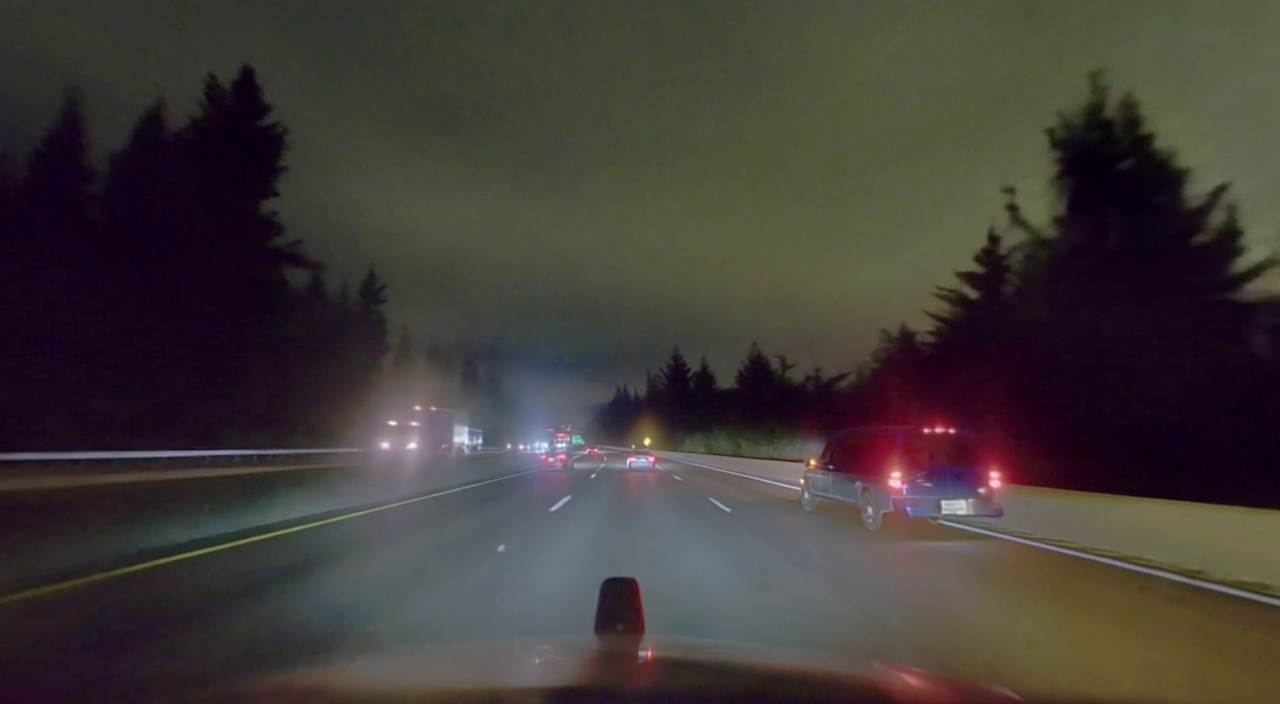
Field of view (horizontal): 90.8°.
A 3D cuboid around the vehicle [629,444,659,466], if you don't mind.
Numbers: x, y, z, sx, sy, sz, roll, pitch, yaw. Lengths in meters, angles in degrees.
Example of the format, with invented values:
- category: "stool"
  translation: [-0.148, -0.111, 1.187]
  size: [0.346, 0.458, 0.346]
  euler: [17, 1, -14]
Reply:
- category: "vehicle"
  translation: [0.250, 7.545, 46.347]
  size: [2.008, 1.499, 3.192]
  euler: [0, -9, -2]

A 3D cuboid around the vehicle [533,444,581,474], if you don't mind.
- category: "vehicle"
  translation: [-4.356, 5.681, 33.772]
  size: [2.054, 1.500, 4.469]
  euler: [0, -8, -1]

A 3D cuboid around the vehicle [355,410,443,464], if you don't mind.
- category: "vehicle"
  translation: [-13.433, 4.855, 35.806]
  size: [2.316, 2.749, 7.020]
  euler: [0, -9, -1]
